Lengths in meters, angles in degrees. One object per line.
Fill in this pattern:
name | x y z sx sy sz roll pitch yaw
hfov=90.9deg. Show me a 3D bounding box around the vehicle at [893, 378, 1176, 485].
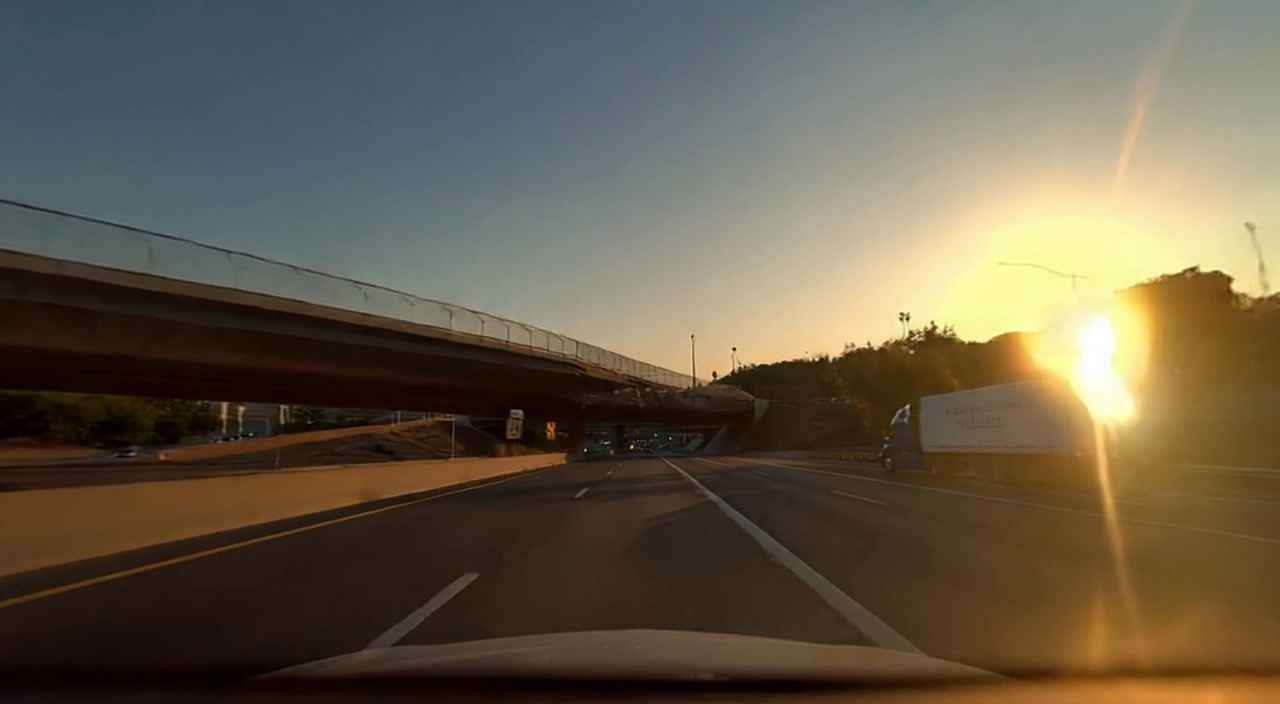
vehicle | 18.910 4.344 33.221 3.395 4.178 16.548 0 -8 -4
